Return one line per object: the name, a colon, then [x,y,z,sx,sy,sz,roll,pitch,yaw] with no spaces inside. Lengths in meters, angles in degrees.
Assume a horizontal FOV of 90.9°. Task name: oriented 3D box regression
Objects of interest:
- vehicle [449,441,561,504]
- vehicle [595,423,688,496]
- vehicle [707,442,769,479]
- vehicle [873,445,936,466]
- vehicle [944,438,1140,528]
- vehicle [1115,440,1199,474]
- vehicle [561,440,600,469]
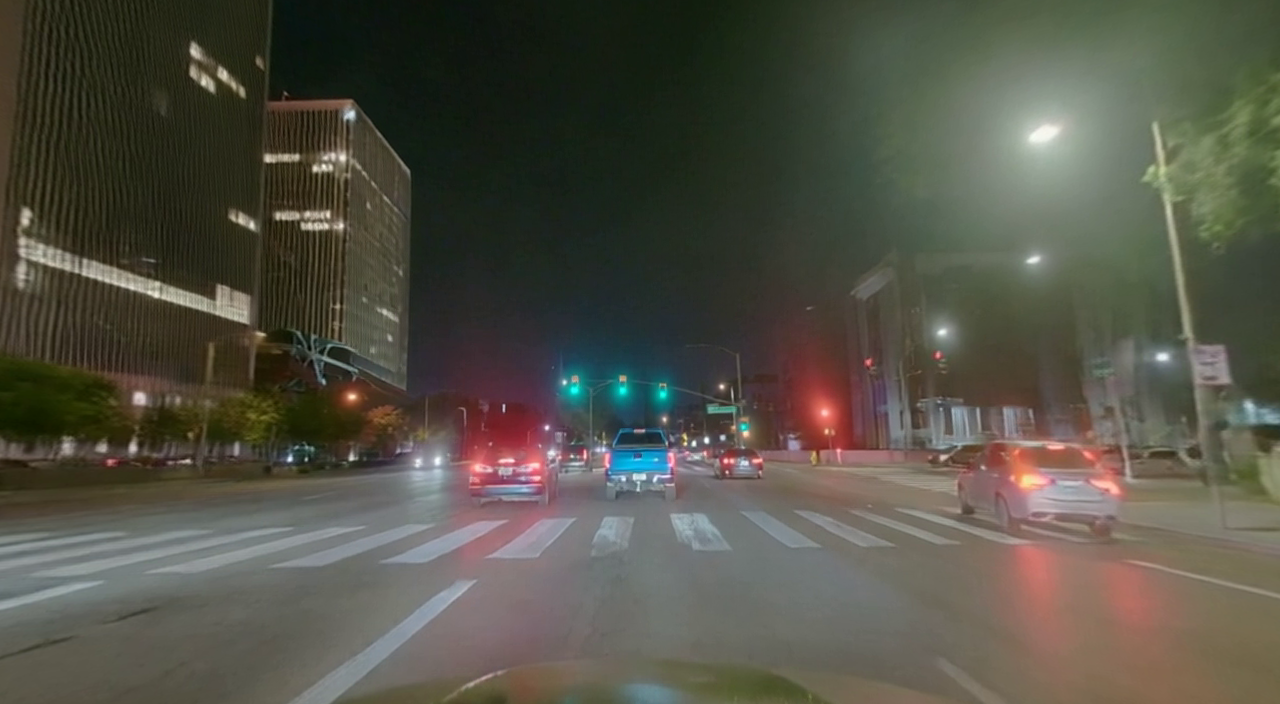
vehicle: [-3.474,3.168,17.142,1.986,1.465,4.509,0,-8,1]
vehicle: [0.038,3.265,19.447,2.493,1.934,4.957,0,-8,0]
vehicle: [4.245,4.774,28.053,1.968,1.472,4.456,0,-8,-1]
vehicle: [19.902,7.731,47.393,4.417,1.492,1.943,4,-9,-27]
vehicle: [9.386,3.027,15.301,2.126,1.820,4.521,-1,-8,6]
vehicle: [31.709,6.402,38.610,5.227,1.935,2.289,5,-10,-32]
vehicle: [-3.647,6.415,39.550,2.018,1.700,4.142,0,-8,0]
